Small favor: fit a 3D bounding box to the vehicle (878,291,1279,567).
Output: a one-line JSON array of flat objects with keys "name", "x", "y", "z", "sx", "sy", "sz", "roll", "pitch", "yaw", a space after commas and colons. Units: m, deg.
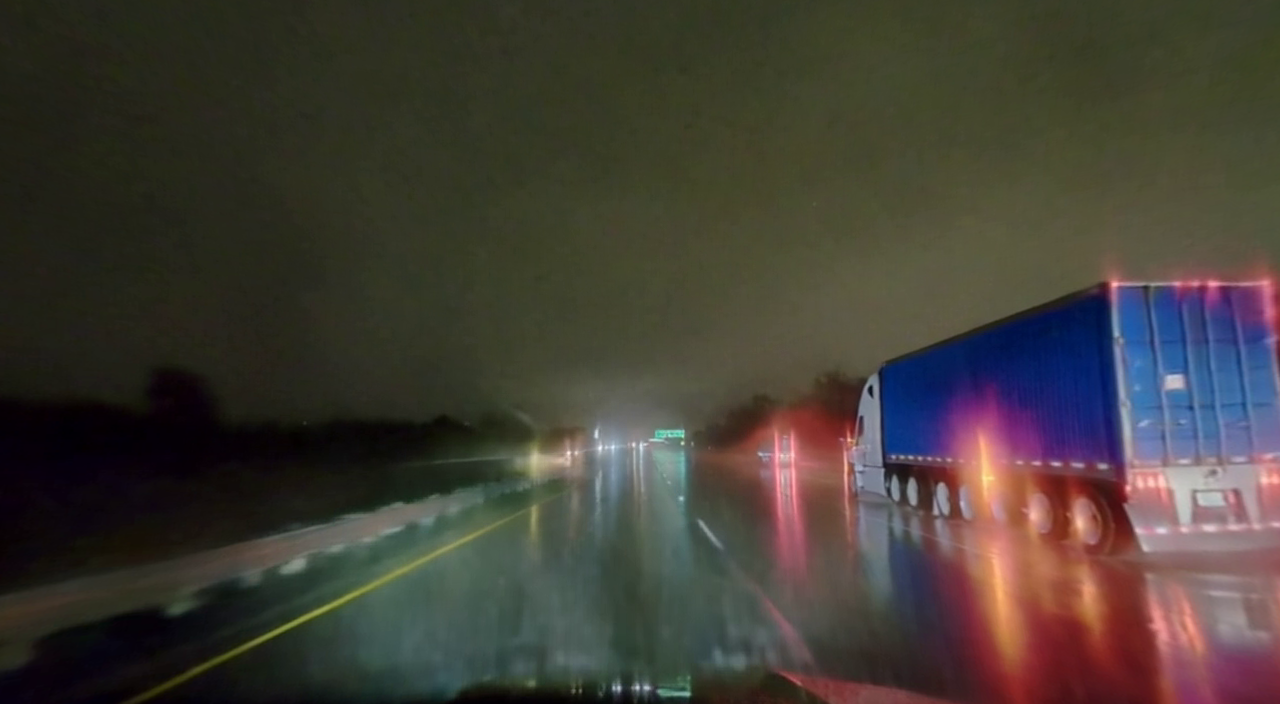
[{"name": "vehicle", "x": 7.041, "y": 1.425, "z": 11.073, "sx": 2.690, "sy": 3.197, "sz": 7.515, "roll": 1, "pitch": -9, "yaw": 0}]
